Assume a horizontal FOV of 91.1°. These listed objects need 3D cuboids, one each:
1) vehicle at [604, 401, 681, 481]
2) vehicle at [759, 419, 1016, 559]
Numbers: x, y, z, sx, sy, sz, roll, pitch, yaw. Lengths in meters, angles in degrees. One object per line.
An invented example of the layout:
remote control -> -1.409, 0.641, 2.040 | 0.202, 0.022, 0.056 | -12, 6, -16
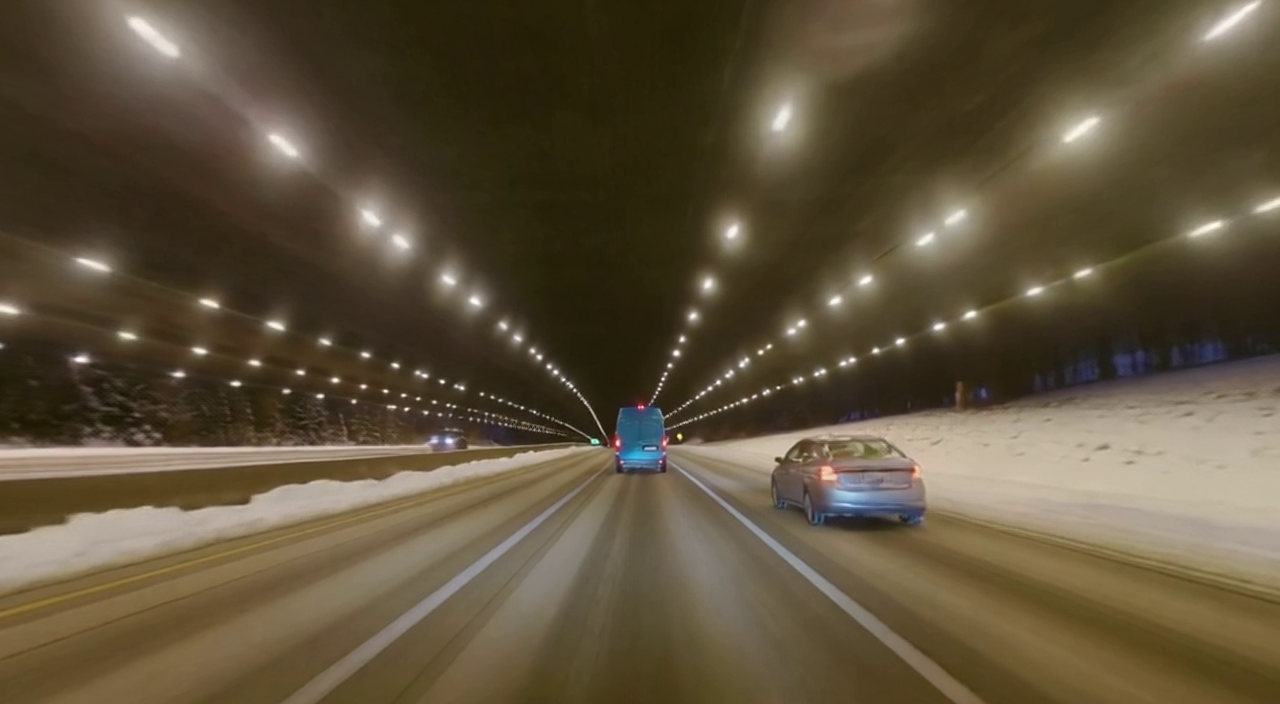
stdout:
vehicle -> 0.103, 3.123, 22.278 | 2.404, 2.459, 5.229 | 0, -8, 1
vehicle -> 3.175, 1.824, 9.162 | 2.095, 1.553, 4.069 | 0, -8, 0
